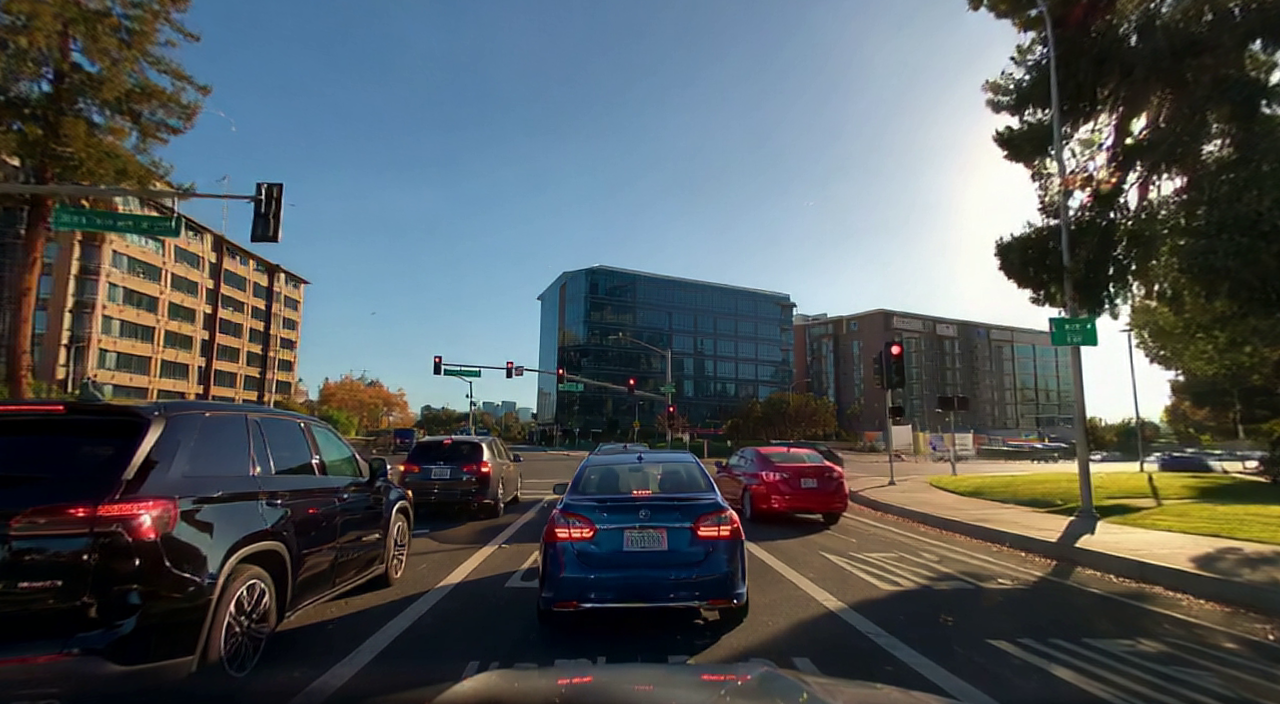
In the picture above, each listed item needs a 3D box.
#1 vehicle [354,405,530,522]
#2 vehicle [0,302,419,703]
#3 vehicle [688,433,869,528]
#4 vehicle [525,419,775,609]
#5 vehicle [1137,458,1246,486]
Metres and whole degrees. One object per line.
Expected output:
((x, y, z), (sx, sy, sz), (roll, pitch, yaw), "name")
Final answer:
((-3.878, 2.319, 13.707), (2.305, 1.984, 5.586), (0, -8, -3), "vehicle")
((-3.147, 1.011, 4.143), (1.924, 1.737, 4.387), (0, -8, -2), "vehicle")
((2.463, 2.447, 12.752), (2.100, 1.524, 4.746), (1, -9, -6), "vehicle")
((-0.056, 1.619, 7.329), (2.001, 1.483, 4.442), (0, -8, -4), "vehicle")
((33.856, 7.367, 38.892), (4.737, 1.572, 2.026), (0, -8, 1), "vehicle")
